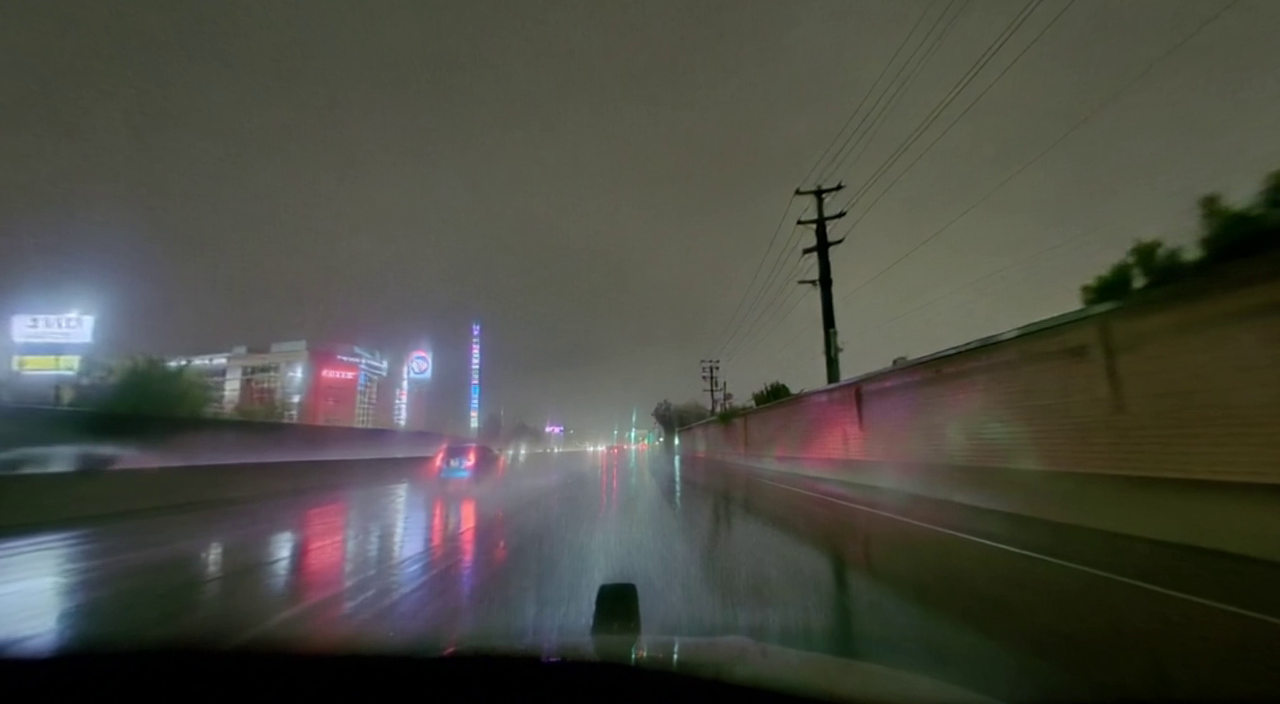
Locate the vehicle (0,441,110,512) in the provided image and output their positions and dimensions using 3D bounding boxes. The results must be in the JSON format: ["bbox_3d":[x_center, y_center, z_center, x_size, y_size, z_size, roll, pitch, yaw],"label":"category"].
[{"bbox_3d":[-14.907,2.801,14.333,1.935,1.535,4.391,0,-9,0],"label":"vehicle"}]

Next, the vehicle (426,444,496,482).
[{"bbox_3d":[-8.026,5.000,28.703,2.013,1.574,3.923,0,-9,0],"label":"vehicle"}]
